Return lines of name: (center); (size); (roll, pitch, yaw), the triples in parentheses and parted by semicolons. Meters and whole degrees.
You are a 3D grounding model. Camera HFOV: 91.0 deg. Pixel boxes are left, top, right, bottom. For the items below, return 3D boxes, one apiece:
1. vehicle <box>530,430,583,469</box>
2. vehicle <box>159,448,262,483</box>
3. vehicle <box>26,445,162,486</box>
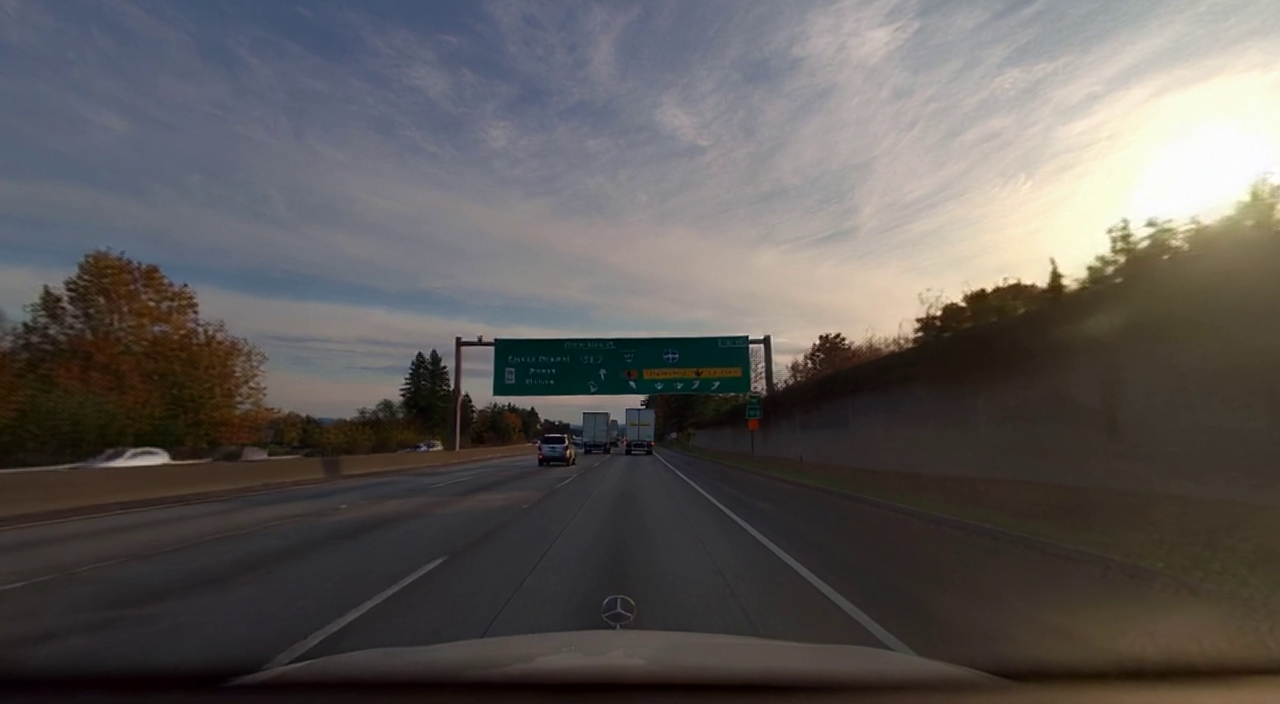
vehicle: (-4.202, 4.986, 32.412); (2.127, 1.839, 4.984); (0, -8, -1)
vehicle: (-19.312, 5.097, 28.547); (1.748, 1.418, 4.136); (0, -8, -1)
vehicle: (-23.466, 4.854, 27.339); (1.883, 1.593, 4.450); (0, -8, 0)
